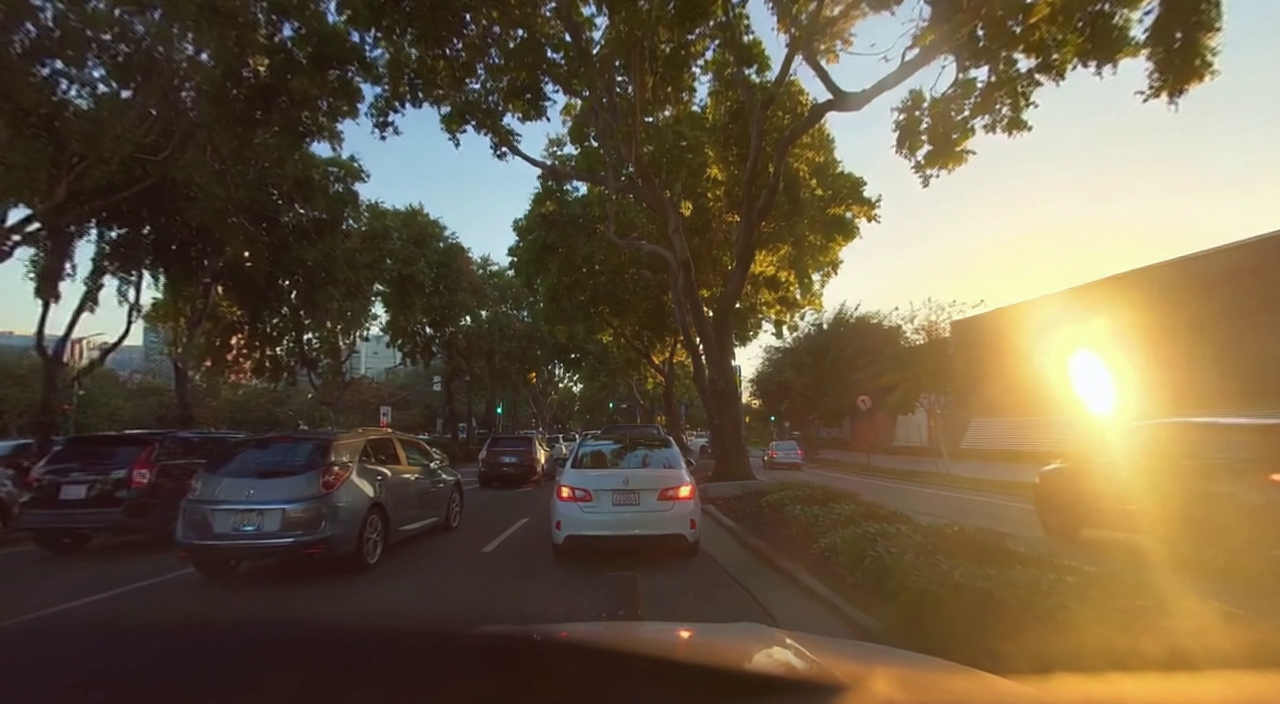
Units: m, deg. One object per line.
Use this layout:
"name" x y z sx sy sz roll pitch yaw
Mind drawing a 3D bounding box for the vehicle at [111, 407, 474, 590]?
"vehicle" -3.708 1.646 7.918 2.009 1.619 4.376 0 -9 1

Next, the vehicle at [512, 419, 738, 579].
"vehicle" -0.182 1.732 8.236 2.161 1.501 4.184 0 -9 -1

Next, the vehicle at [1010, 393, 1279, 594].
"vehicle" 6.207 1.408 6.847 1.895 1.633 4.030 0 -9 0

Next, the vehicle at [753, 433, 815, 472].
"vehicle" 6.699 4.717 29.836 1.889 1.681 4.120 0 -9 -1
